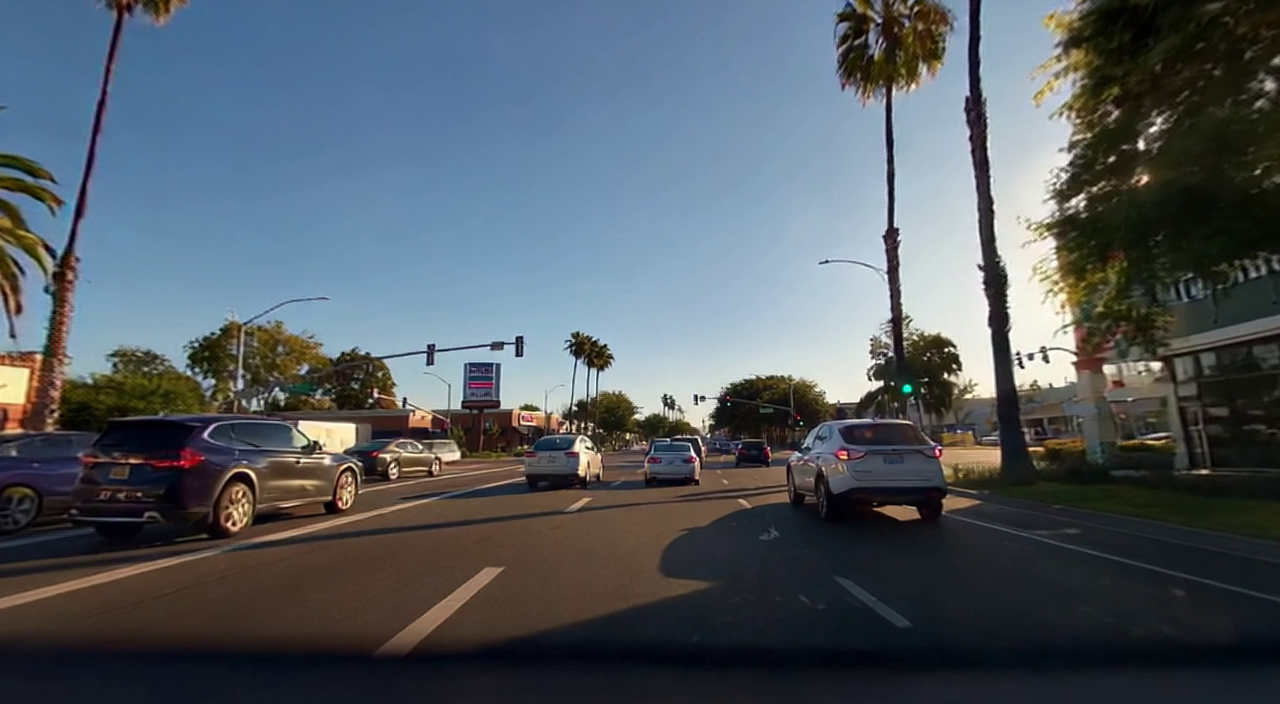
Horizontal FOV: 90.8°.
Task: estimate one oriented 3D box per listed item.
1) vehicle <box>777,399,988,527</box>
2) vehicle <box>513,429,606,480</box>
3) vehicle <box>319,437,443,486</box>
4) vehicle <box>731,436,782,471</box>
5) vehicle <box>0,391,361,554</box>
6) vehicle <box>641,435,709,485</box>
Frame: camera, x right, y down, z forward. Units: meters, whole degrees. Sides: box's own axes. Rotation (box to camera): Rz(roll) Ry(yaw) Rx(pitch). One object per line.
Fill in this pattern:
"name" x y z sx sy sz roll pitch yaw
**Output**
"vehicle" 4.245 2.074 12.255 2.267 1.931 5.145 -1 -8 3
"vehicle" -2.923 3.919 24.315 2.088 1.746 4.650 -2 -9 12
"vehicle" -8.583 3.662 21.459 2.017 1.472 4.418 -1 -9 5
"vehicle" 5.482 4.828 30.179 2.149 1.532 4.168 -1 -9 7
"vehicle" -6.554 1.764 9.806 2.127 1.888 4.637 -1 -9 3
"vehicle" 1.181 3.582 21.182 2.057 1.492 3.825 -1 -9 4
